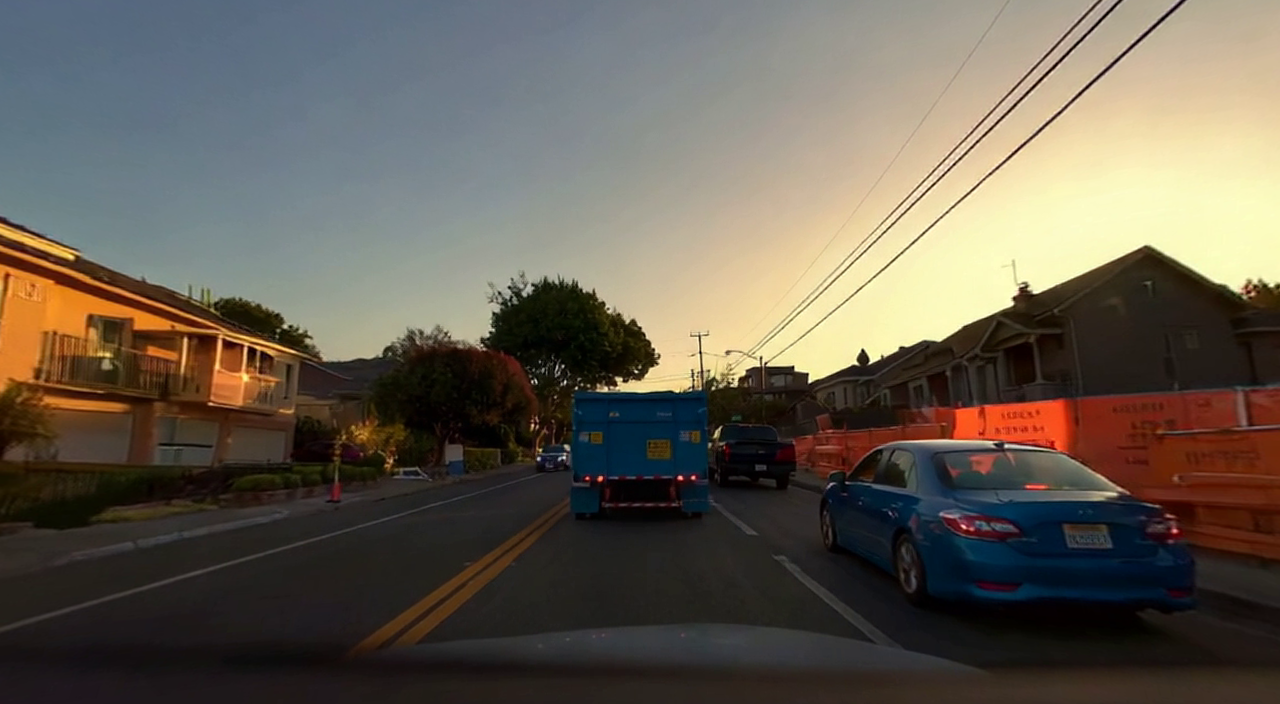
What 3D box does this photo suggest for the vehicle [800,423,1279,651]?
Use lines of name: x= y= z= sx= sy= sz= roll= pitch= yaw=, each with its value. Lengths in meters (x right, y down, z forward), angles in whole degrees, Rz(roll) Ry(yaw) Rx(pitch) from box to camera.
vehicle: x=3.242 y=1.565 z=6.479 sx=2.010 sy=1.499 sz=4.481 roll=0 pitch=-8 yaw=0

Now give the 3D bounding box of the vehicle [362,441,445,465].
vehicle: x=-14.982 y=6.429 z=39.983 sx=4.490 sy=1.500 sz=1.875 roll=0 pitch=-8 yaw=-2

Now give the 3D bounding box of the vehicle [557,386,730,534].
vehicle: x=0.096 y=2.193 z=13.289 sx=2.751 sy=2.361 sz=6.347 roll=0 pitch=-8 yaw=1

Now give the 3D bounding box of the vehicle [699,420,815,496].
vehicle: x=3.346 y=3.203 z=19.392 sx=2.486 sy=1.993 sz=5.667 roll=0 pitch=-8 yaw=0

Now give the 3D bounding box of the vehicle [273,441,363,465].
vehicle: x=-20.291 y=6.387 z=39.692 sx=4.706 sy=1.468 sz=1.817 roll=-1 pitch=-8 yaw=3
